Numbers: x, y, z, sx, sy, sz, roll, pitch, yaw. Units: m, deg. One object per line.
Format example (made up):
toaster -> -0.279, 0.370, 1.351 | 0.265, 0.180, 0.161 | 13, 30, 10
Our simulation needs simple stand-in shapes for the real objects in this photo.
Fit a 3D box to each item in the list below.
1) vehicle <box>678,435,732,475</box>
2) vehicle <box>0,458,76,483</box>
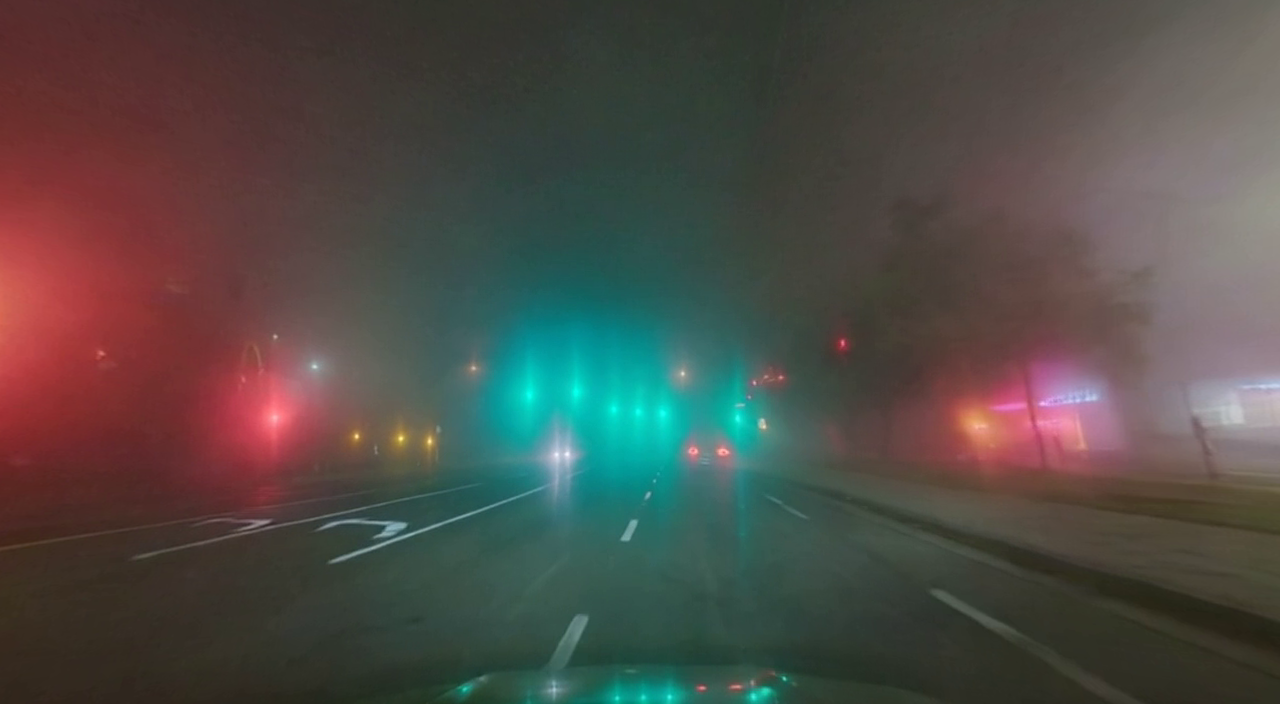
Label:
vehicle -> 2.923, 4.746, 29.267 | 2.230, 1.683, 4.204 | -1, -8, 3
vehicle -> -38.228, 7.386, 39.355 | 4.336, 1.452, 2.025 | -1, -9, 3
